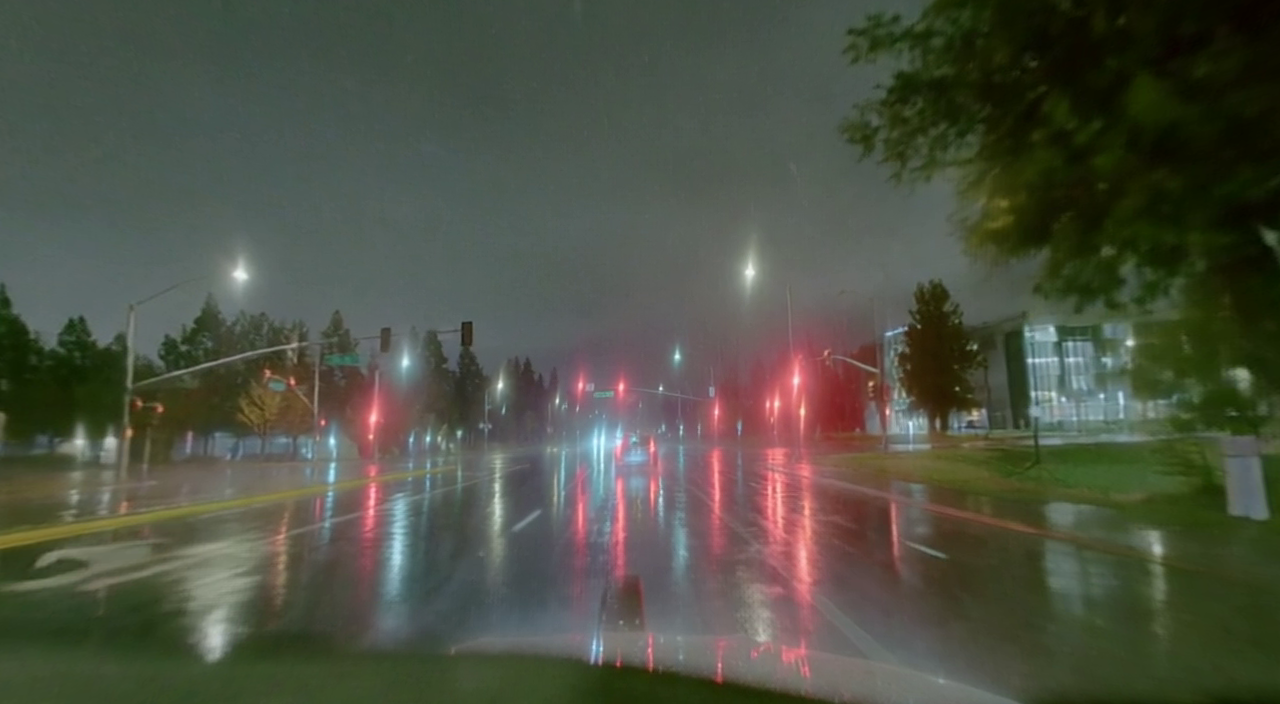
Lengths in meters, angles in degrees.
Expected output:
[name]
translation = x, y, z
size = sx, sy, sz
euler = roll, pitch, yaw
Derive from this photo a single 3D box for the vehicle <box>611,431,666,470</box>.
[vehicle]
translation = -0.092, 4.092, 26.282
size = 2.107, 1.470, 3.974
euler = 0, -9, -1
